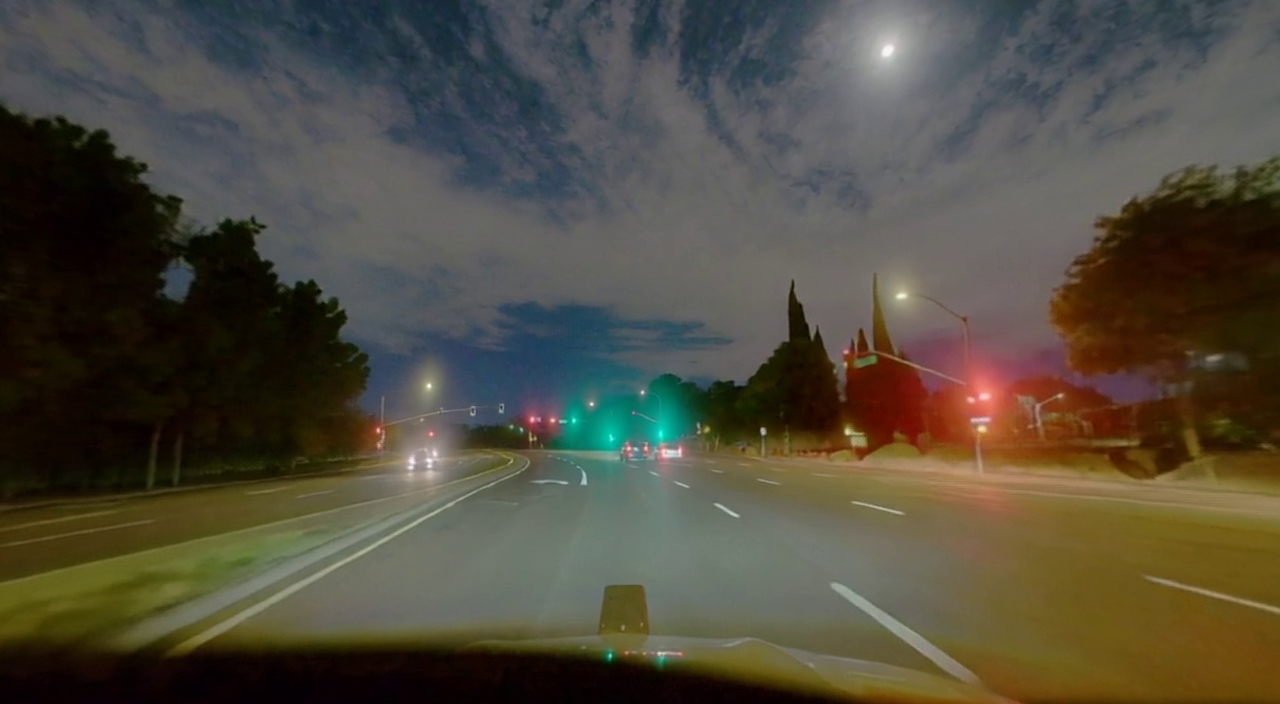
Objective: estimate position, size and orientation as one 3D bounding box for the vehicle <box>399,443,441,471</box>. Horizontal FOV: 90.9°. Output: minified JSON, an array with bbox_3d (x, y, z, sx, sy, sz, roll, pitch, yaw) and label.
[{"bbox_3d":[-16.314,7.773,46.919,2.124,1.844,4.520,-2,-8,-8],"label":"vehicle"}]

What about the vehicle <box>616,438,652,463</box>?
[{"bbox_3d":[-0.508,7.566,48.710,2.046,1.818,4.603,1,-9,-10],"label":"vehicle"}]
